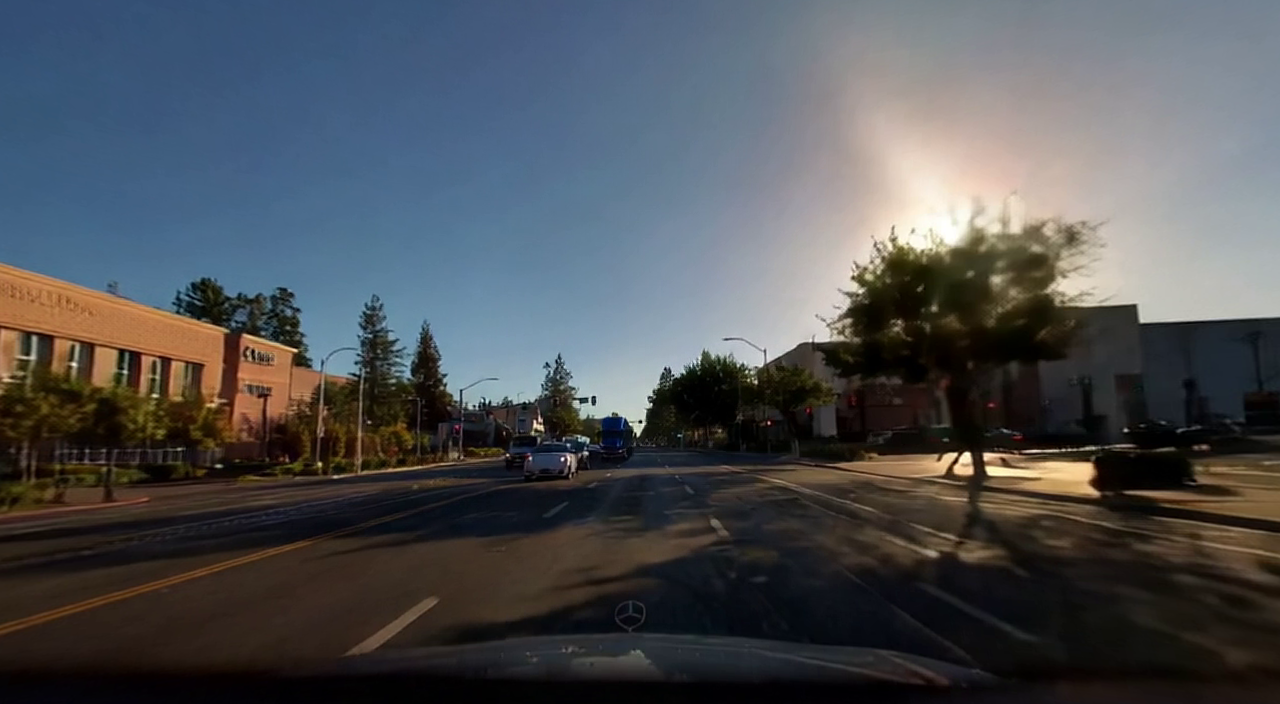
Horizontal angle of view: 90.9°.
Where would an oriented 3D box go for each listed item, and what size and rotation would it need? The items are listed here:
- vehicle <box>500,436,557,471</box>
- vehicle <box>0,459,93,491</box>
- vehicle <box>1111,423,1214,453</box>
[{"bbox_3d":[-5.959,5.484,34.300,2.179,1.750,4.621,0,-8,2],"label":"vehicle"},{"bbox_3d":[-35.676,7.275,37.398,4.485,1.772,2.149,-1,-8,3],"label":"vehicle"},{"bbox_3d":[27.012,4.504,32.801,1.796,1.453,4.296,0,-8,3],"label":"vehicle"}]
